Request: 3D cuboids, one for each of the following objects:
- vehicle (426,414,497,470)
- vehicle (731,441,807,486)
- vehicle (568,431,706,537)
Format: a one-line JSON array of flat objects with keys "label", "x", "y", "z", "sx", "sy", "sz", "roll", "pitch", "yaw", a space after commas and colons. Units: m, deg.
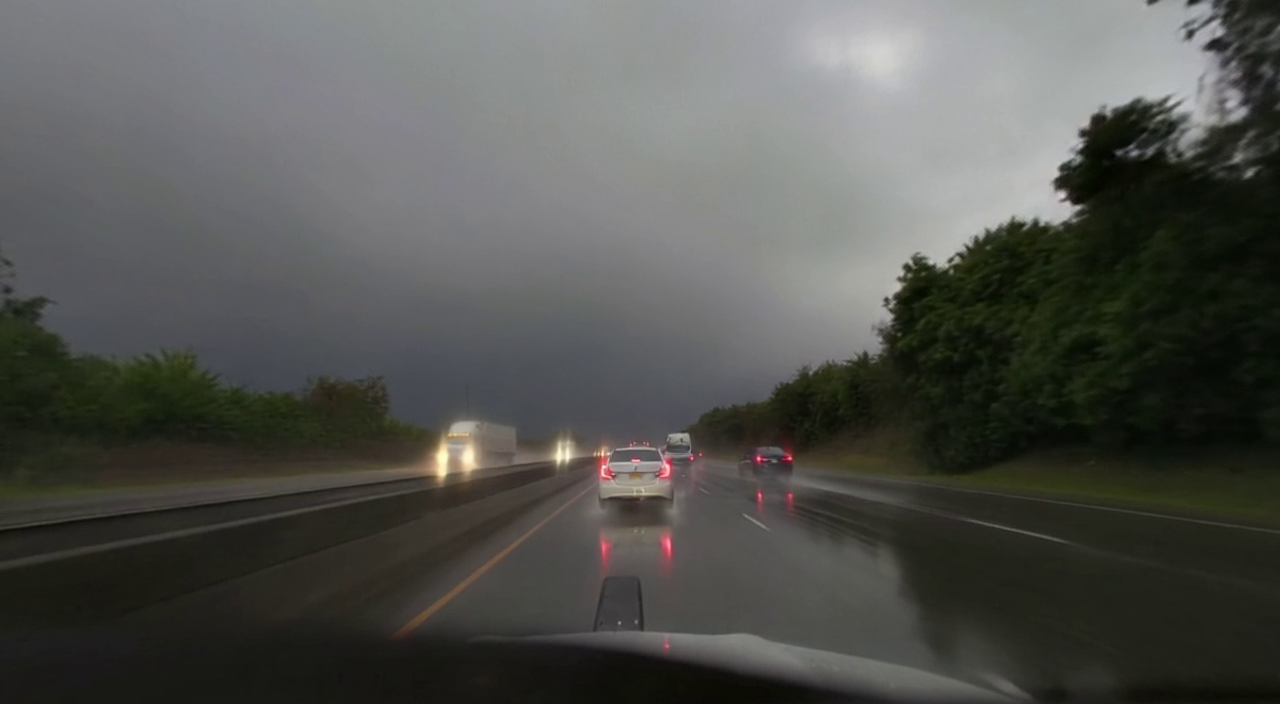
[{"label": "vehicle", "x": -13.245, "y": 6.805, "z": 47.265, "sx": 3.152, "sy": 3.893, "sz": 6.812, "roll": -1, "pitch": -9, "yaw": 1}, {"label": "vehicle", "x": 4.676, "y": 4.114, "z": 23.445, "sx": 1.931, "sy": 1.516, "sz": 3.995, "roll": 0, "pitch": -9, "yaw": -1}, {"label": "vehicle", "x": -0.084, "y": 2.300, "z": 11.481, "sx": 2.088, "sy": 1.580, "sz": 3.657, "roll": 0, "pitch": -9, "yaw": -1}]
